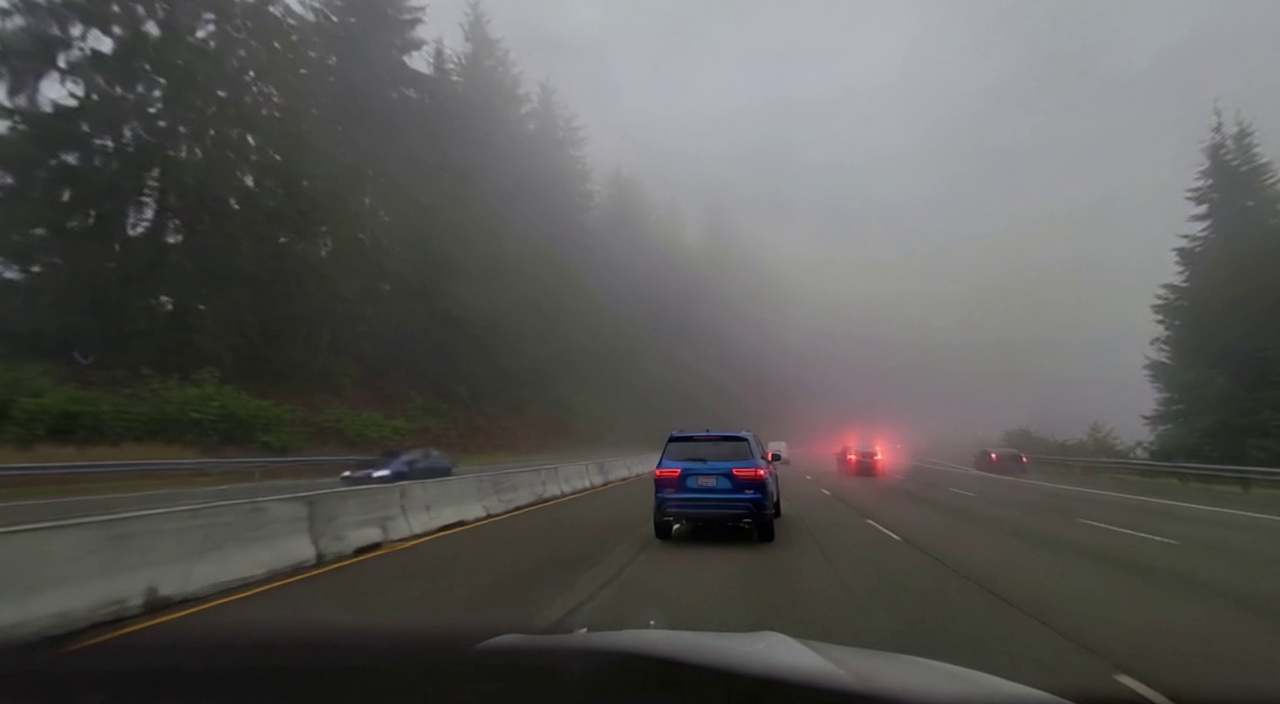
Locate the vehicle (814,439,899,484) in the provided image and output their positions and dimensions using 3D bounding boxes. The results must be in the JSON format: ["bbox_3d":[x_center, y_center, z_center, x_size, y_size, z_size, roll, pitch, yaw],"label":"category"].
[{"bbox_3d":[7.675,3.875,22.758,1.962,1.442,4.536,-1,-8,7],"label":"vehicle"}]

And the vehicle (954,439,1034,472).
[{"bbox_3d":[16.965,4.951,30.416,1.990,1.478,4.475,-2,-8,11],"label":"vehicle"}]

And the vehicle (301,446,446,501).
[{"bbox_3d":[-8.103,3.692,19.715,1.934,1.478,4.474,-2,-8,11],"label":"vehicle"}]

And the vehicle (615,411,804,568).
[{"bbox_3d":[1.107,1.759,8.854,2.021,1.635,4.085,-2,-8,11],"label":"vehicle"}]
